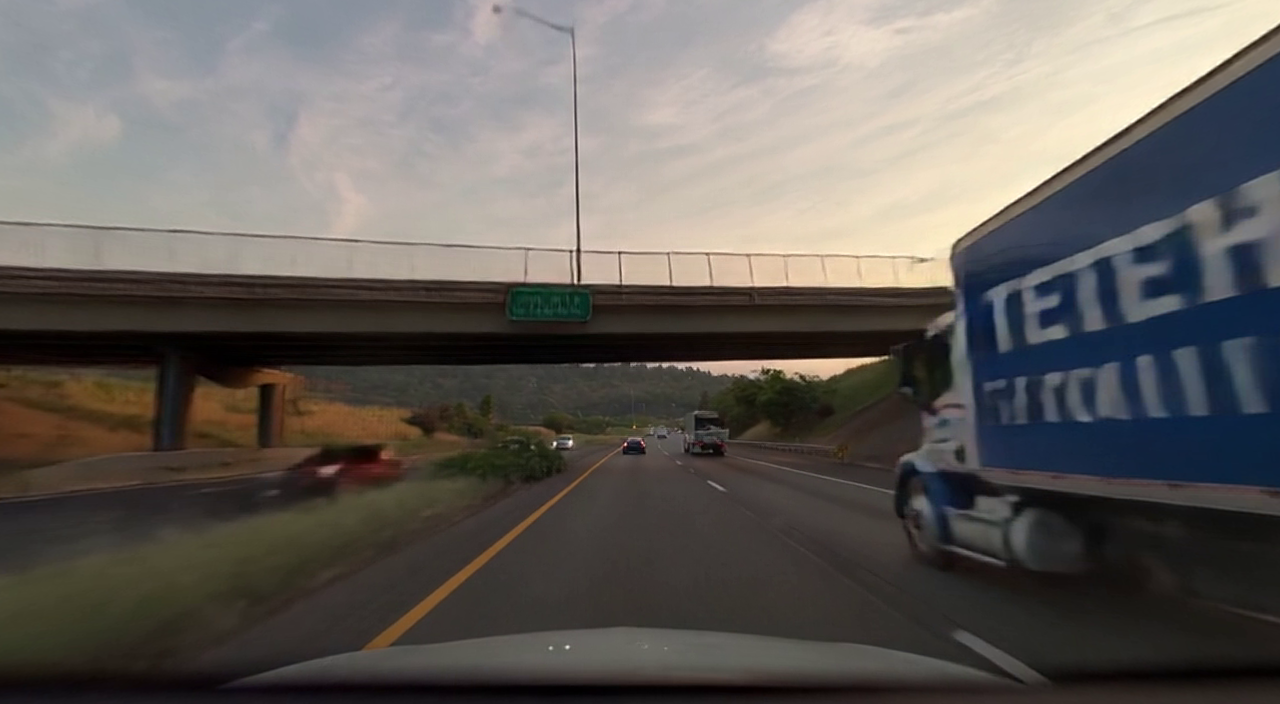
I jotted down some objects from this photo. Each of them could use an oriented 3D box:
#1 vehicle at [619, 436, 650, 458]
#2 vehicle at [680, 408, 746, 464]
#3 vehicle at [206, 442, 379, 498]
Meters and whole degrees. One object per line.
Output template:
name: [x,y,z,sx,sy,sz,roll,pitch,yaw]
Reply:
vehicle: [-0.353,6.269,41.844,1.996,1.325,4.029,0,-8,0]
vehicle: [3.811,4.567,34.485,2.715,2.746,6.550,0,-8,-1]
vehicle: [-8.842,3.010,16.600,2.006,1.218,4.520,0,-8,0]
